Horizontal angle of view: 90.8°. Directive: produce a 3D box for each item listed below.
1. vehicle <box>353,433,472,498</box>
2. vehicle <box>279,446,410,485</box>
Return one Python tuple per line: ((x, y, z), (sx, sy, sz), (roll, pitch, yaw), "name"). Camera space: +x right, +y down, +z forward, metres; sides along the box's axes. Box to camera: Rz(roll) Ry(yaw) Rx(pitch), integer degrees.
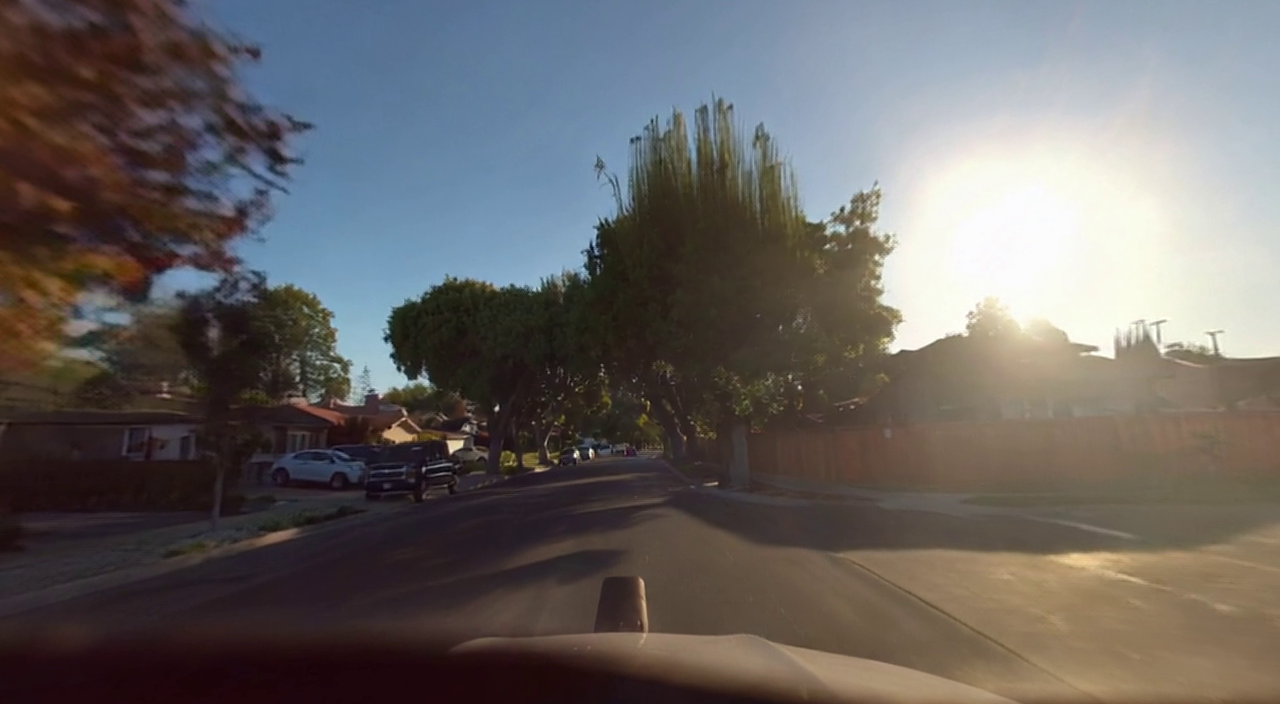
((-7.419, 3.784, 21.205), (2.091, 1.912, 4.598), (0, -10, 2), "vehicle")
((-12.420, 4.773, 26.755), (4.538, 1.578, 2.000), (0, -9, 1), "vehicle")
